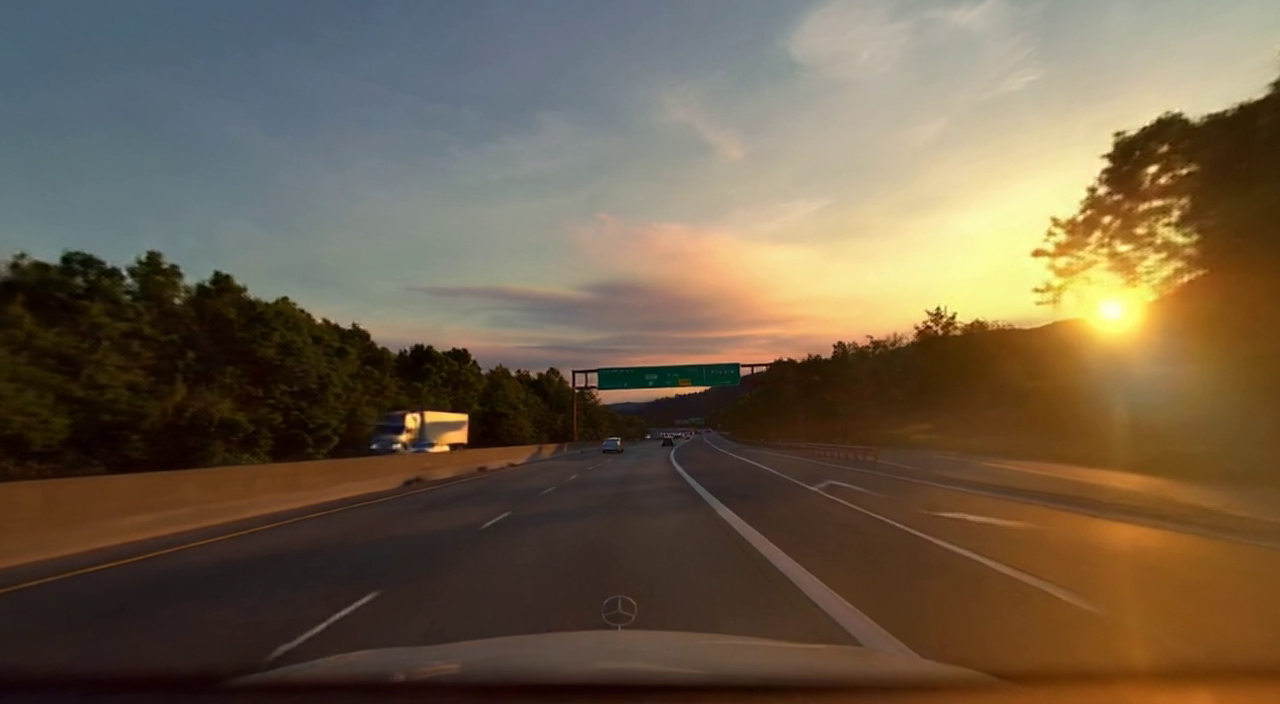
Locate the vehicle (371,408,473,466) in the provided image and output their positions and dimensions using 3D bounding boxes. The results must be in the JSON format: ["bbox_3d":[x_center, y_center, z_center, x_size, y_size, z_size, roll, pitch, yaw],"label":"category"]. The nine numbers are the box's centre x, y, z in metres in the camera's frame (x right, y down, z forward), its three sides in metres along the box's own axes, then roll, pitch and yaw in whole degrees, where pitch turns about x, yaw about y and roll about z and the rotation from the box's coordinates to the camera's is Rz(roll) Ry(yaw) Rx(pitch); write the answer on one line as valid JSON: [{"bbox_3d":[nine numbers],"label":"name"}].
[{"bbox_3d":[-14.758,5.911,43.716,3.205,3.498,9.568,-1,-8,3],"label":"vehicle"}]
